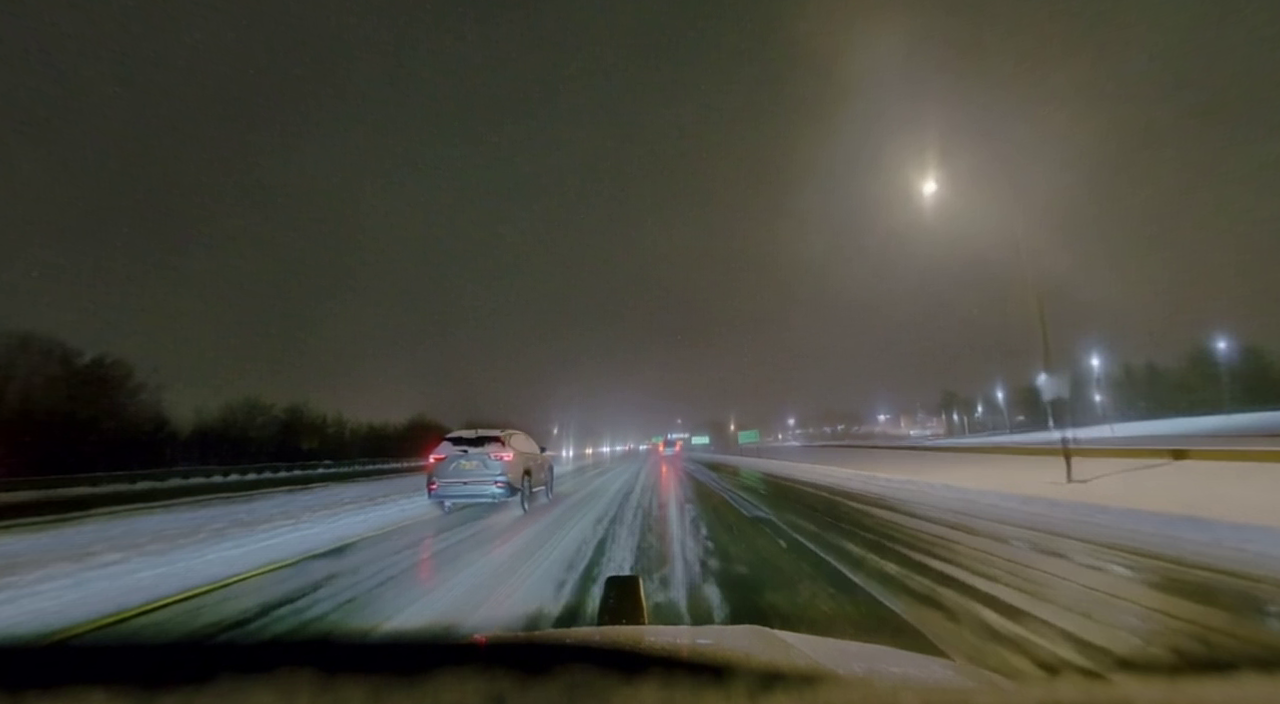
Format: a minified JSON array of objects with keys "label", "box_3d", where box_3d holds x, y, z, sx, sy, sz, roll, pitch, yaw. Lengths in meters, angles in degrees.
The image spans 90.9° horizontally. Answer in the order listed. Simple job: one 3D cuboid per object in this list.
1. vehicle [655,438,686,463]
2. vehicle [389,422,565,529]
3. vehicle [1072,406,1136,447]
[{"label":"vehicle","box_3d":[2.073,6.883,44.072,2.073,1.621,3.993,-1,-8,1]},{"label":"vehicle","box_3d":[-2.893,2.325,12.459,2.143,1.693,4.513,-1,-8,2]},{"label":"vehicle","box_3d":[28.696,4.619,39.029,2.588,2.449,1.523,-1,-8,6]}]
